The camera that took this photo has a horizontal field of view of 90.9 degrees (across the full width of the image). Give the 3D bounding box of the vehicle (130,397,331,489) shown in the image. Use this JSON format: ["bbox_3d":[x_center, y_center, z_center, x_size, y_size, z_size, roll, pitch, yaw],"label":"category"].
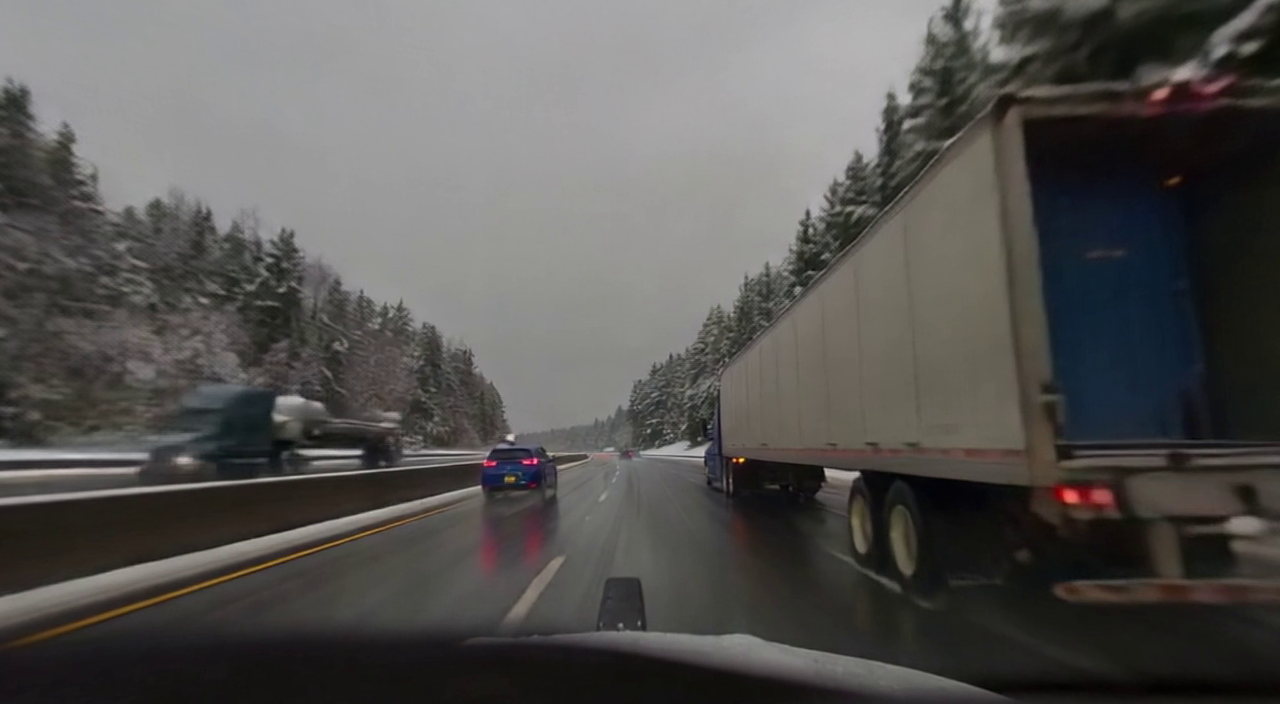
[{"bbox_3d":[-15.027,3.521,24.068,2.643,2.931,7.342,0,-9,1],"label":"vehicle"}]

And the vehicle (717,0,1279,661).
[{"bbox_3d":[4.436,1.008,12.474,3.532,4.201,17.611,0,-9,0],"label":"vehicle"}]

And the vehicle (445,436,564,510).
[{"bbox_3d":[-3.340,3.093,16.505,2.115,1.670,4.261,0,-9,1],"label":"vehicle"}]

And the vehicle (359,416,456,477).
[{"bbox_3d":[-11.427,4.768,31.678,2.328,2.714,6.655,0,-9,0],"label":"vehicle"}]
